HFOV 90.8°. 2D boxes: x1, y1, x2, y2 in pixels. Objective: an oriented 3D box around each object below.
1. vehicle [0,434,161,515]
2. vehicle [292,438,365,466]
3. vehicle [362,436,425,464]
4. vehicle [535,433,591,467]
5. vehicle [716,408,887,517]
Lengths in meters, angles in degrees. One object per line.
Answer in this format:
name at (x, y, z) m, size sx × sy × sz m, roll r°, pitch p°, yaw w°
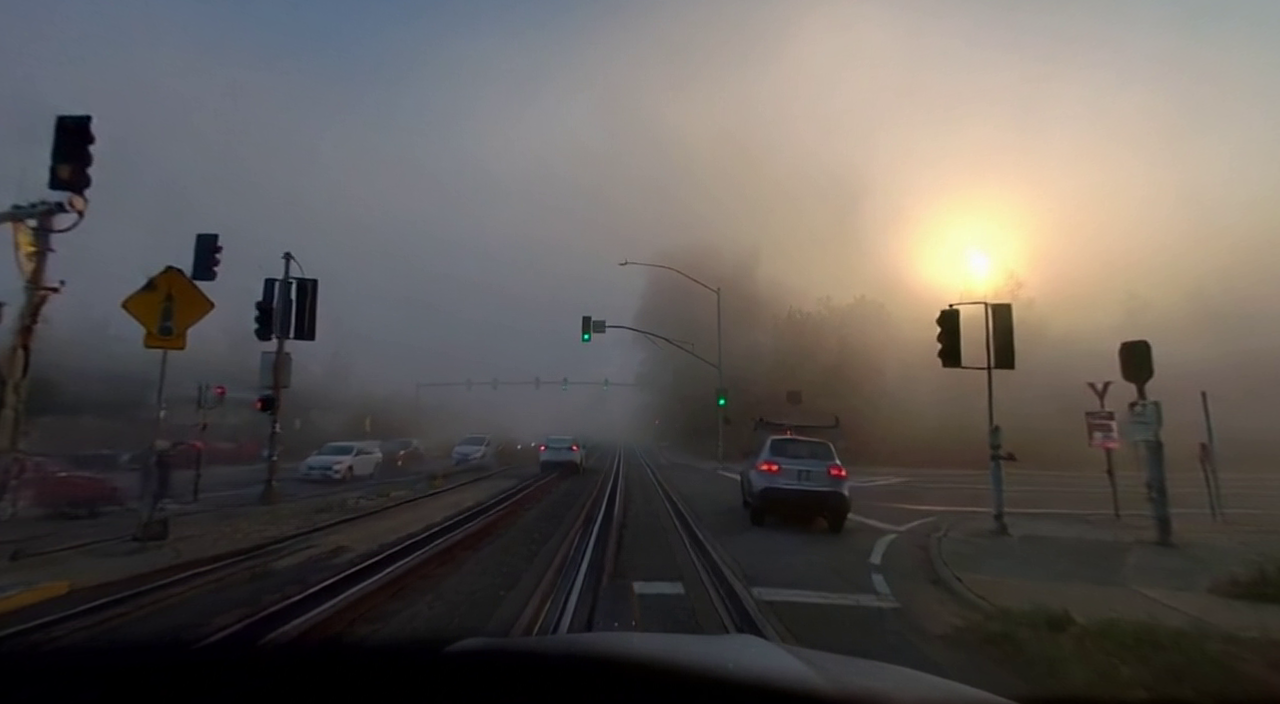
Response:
vehicle at (-12.922, 2.499, 13.369) m, size 2.027 × 1.482 × 4.711 m, roll 0°, pitch -8°, yaw -2°
vehicle at (-17.687, 5.658, 36.114) m, size 1.908 × 1.482 × 4.621 m, roll 0°, pitch -8°, yaw -1°
vehicle at (-13.919, 5.542, 35.923) m, size 1.864 × 1.456 × 4.409 m, roll 0°, pitch -8°, yaw -1°
vehicle at (-3.577, 4.633, 30.207) m, size 2.004 × 1.482 × 4.799 m, roll 0°, pitch -8°, yaw 1°
vehicle at (3.828, 2.352, 14.158) m, size 2.404 × 1.926 × 5.251 m, roll -4°, pitch -9°, yaw 28°
